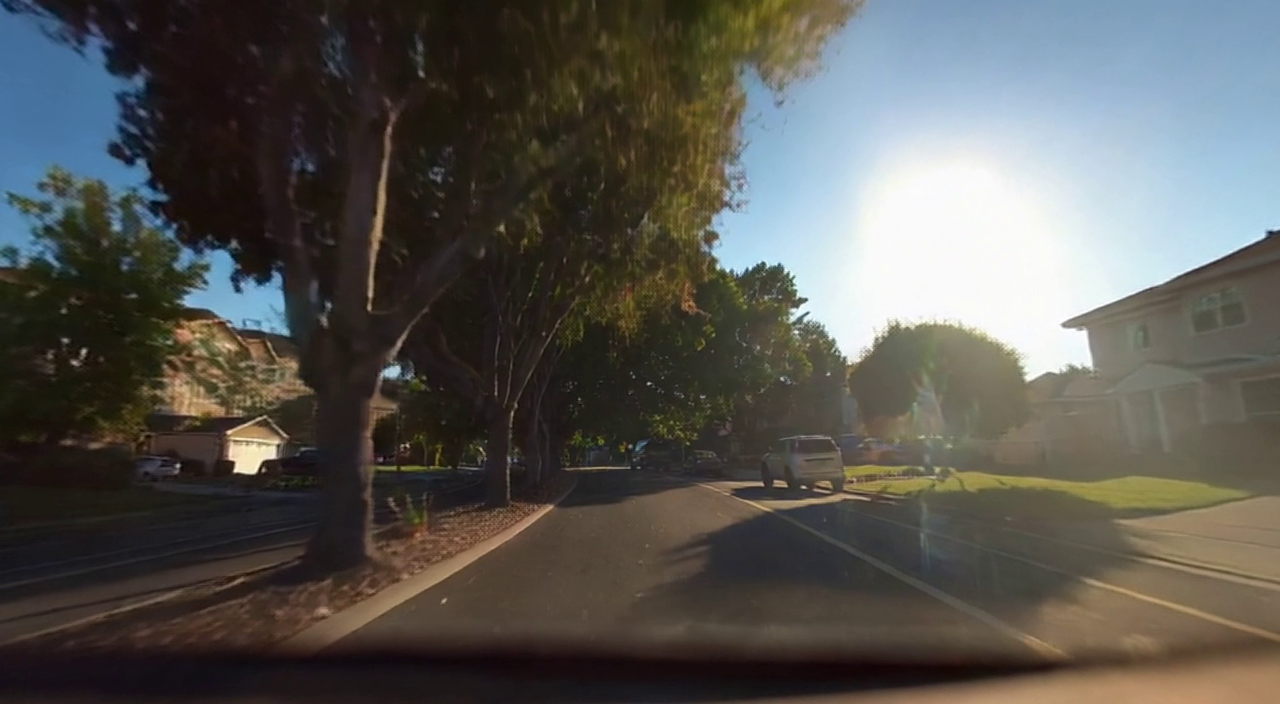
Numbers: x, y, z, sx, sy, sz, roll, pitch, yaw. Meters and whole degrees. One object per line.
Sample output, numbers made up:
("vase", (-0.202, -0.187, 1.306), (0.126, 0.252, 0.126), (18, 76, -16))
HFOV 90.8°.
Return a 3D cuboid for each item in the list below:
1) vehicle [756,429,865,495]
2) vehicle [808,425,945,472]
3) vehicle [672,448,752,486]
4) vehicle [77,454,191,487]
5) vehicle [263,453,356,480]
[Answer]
("vehicle", (6.016, 3.952, 23.095), (2.305, 2.111, 4.965), (0, -8, -3))
("vehicle", (13.350, 5.575, 36.169), (6.635, 2.414, 2.896), (-1, -12, 4))
("vehicle", (3.592, 5.900, 32.803), (2.713, 1.671, 4.939), (1, -8, -11))
("vehicle", (-25.944, 6.066, 32.533), (3.977, 1.501, 2.143), (0, -8, -6))
("vehicle", (-19.816, 6.842, 38.064), (4.502, 1.511, 1.939), (2, -9, -12))
